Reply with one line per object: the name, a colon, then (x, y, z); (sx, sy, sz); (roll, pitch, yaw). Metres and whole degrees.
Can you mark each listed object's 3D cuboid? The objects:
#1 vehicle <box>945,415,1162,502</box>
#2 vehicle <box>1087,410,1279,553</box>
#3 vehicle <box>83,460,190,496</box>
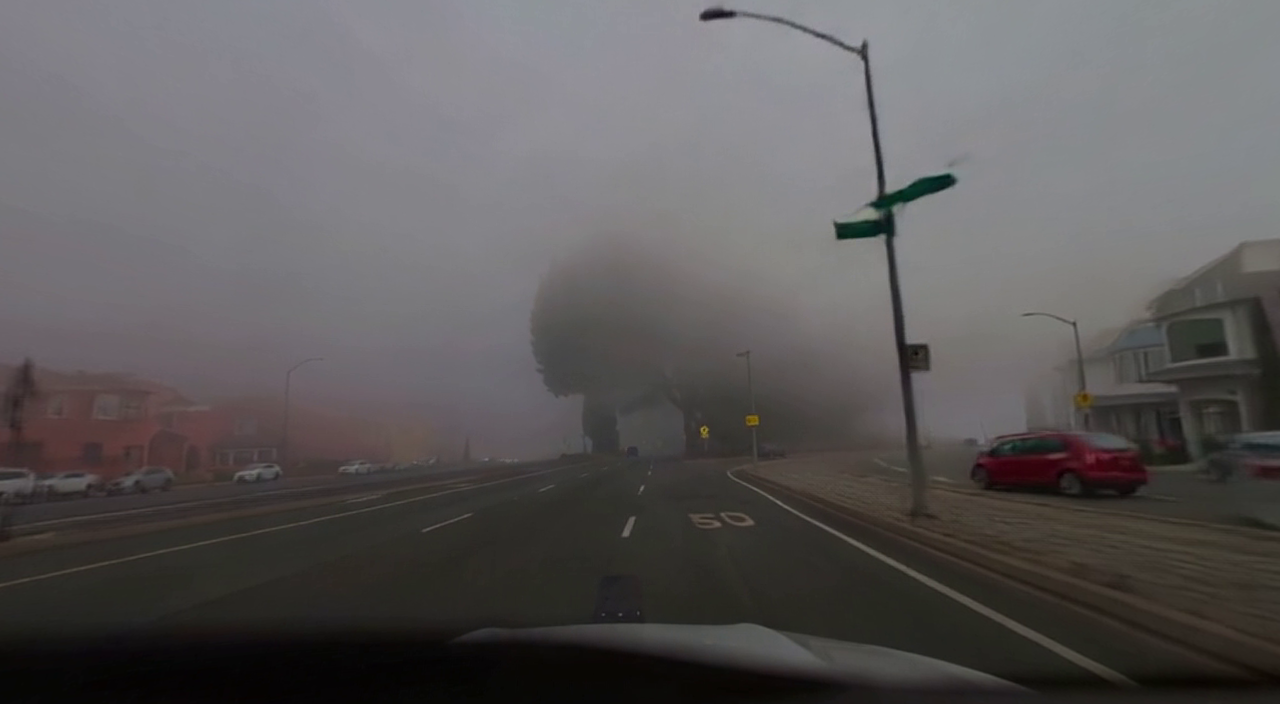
vehicle: (9.096, 2.595, 14.536); (2.004, 1.476, 4.588); (-5, -14, 3)
vehicle: (8.954, 1.753, 8.698); (1.923, 1.741, 4.683); (-3, -13, -2)
vehicle: (-27.467, 6.992, 34.674); (1.936, 1.723, 4.573); (-4, -13, 2)
